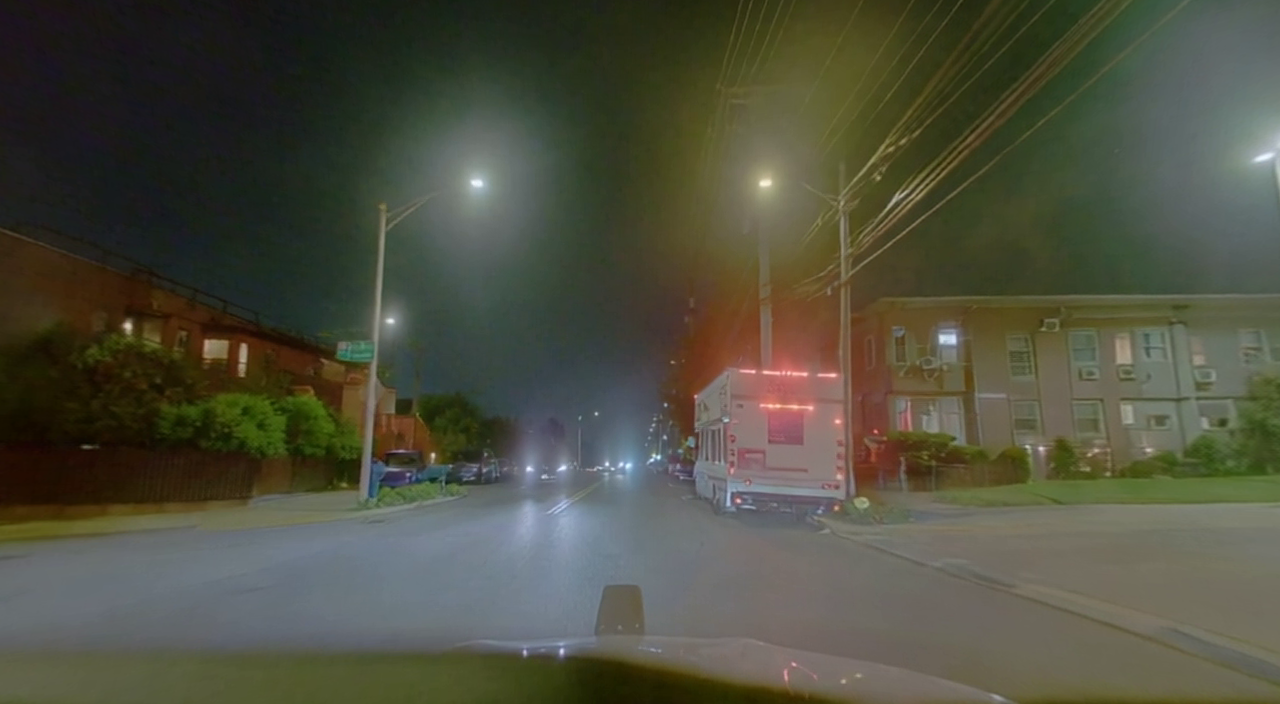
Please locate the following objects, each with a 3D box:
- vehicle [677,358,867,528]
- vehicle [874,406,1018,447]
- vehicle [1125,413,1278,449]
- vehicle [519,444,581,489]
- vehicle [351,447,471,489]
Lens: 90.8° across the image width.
[{"bbox_3d":[2.822,2.346,16.396,2.886,3.321,7.809,0,-8,-3],"label":"vehicle"},{"bbox_3d":[11.227,2.783,23.389,4.396,1.459,1.749,0,-8,-2],"label":"vehicle"},{"bbox_3d":[23.426,3.313,26.474,4.641,1.441,1.745,0,-8,1],"label":"vehicle"},{"bbox_3d":[-3.641,4.678,26.198,1.952,1.708,4.096,0,-8,0],"label":"vehicle"},{"bbox_3d":[-10.783,5.471,30.028,5.093,1.855,2.338,3,-10,-20],"label":"vehicle"}]
